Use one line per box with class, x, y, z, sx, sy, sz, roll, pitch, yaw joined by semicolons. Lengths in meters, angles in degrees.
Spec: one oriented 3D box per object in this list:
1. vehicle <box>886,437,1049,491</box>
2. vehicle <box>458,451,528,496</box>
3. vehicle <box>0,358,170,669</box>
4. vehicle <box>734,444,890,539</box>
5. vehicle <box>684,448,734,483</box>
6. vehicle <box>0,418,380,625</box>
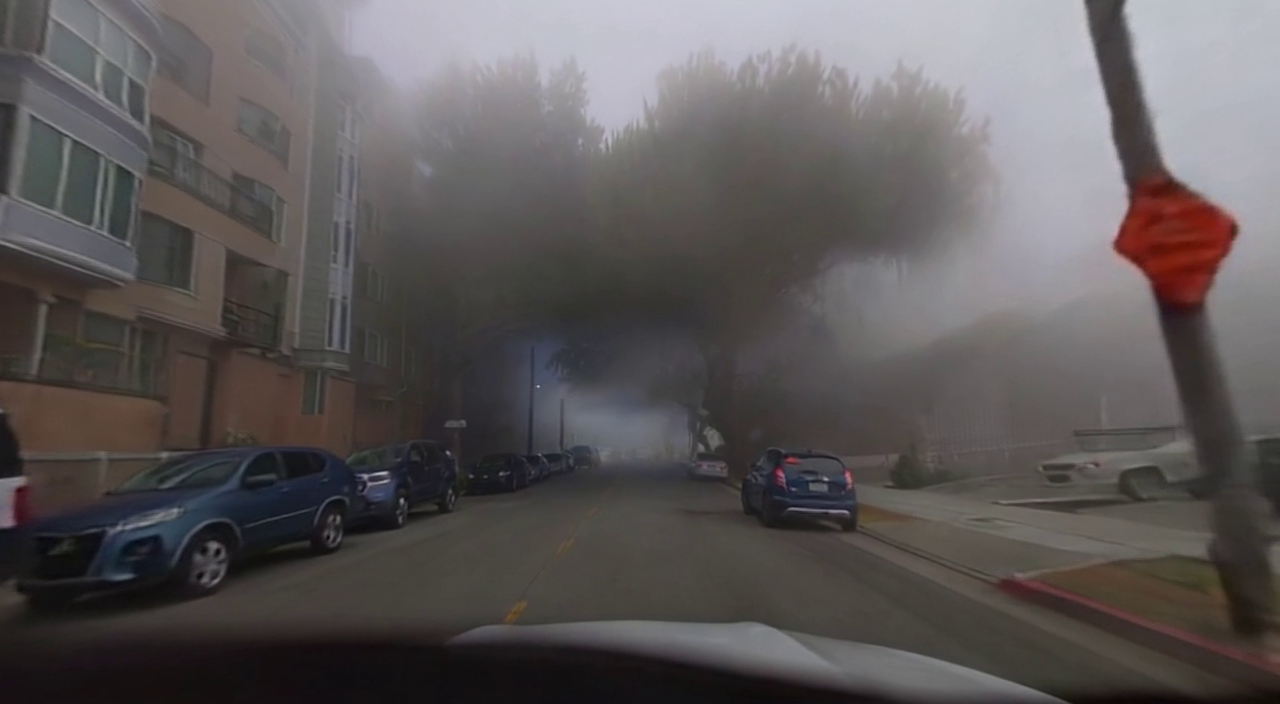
vehicle;10.074;3.467;19.705;4.001;1.594;1.914;0;-8;1
vehicle;-5.314;4.428;23.299;1.722;1.491;3.431;0;-8;0
vehicle;-5.377;0.904;2.823;2.196;2.059;5.748;-2;-8;-1
vehicle;3.072;2.553;12.198;1.903;1.512;3.900;0;-8;0
vehicle;3.227;5.383;30.249;1.835;1.490;4.134;0;-9;-2
vehicle;-5.352;1.905;8.071;1.934;1.810;4.687;-1;-9;2
